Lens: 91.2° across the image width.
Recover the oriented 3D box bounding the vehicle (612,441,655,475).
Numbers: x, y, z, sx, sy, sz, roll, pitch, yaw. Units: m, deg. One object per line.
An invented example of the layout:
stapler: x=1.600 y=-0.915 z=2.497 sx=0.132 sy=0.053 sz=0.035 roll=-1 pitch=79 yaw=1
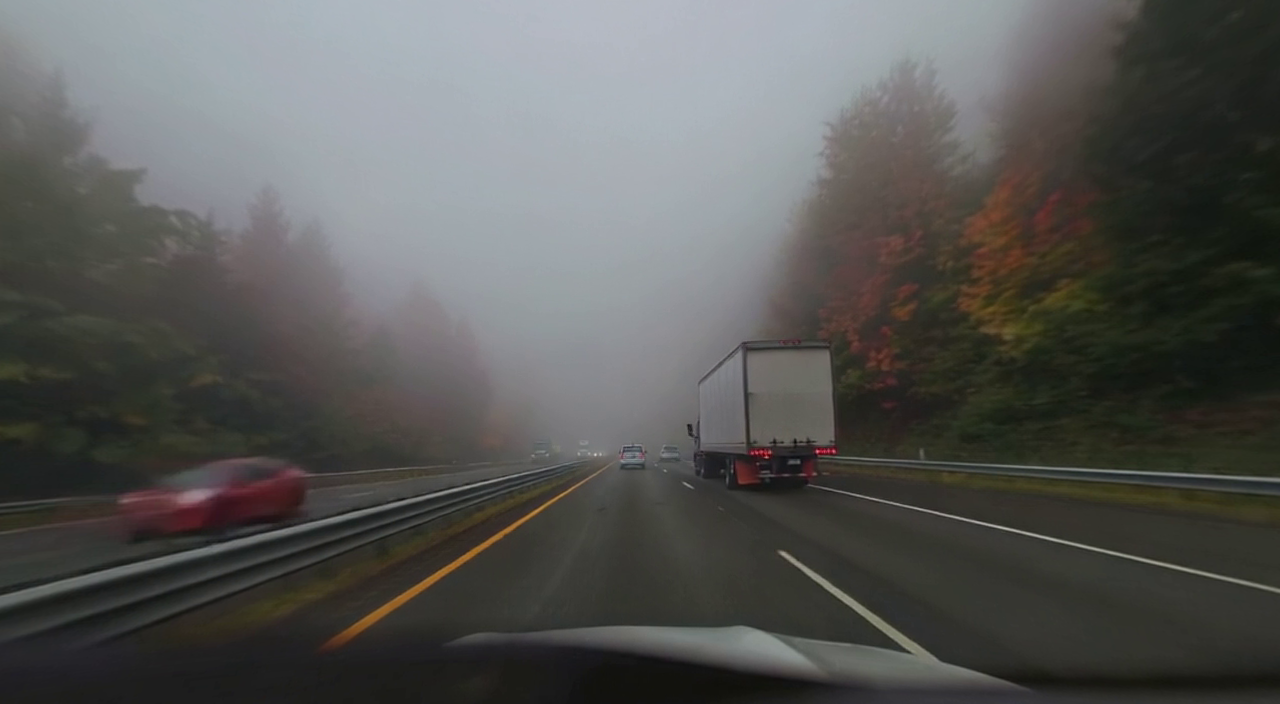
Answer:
vehicle: x=-0.364 y=5.722 z=34.062 sx=2.151 sy=1.693 sz=4.201 roll=0 pitch=-9 yaw=-1

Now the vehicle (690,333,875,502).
vehicle: x=3.965 y=2.592 z=22.013 sx=3.068 sy=4.042 sz=13.787 roll=0 pitch=-9 yaw=-1

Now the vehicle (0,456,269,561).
vehicle: x=-9.096 y=2.732 z=11.618 sx=1.994 sy=1.505 sz=4.005 roll=0 pitch=-9 yaw=-1
